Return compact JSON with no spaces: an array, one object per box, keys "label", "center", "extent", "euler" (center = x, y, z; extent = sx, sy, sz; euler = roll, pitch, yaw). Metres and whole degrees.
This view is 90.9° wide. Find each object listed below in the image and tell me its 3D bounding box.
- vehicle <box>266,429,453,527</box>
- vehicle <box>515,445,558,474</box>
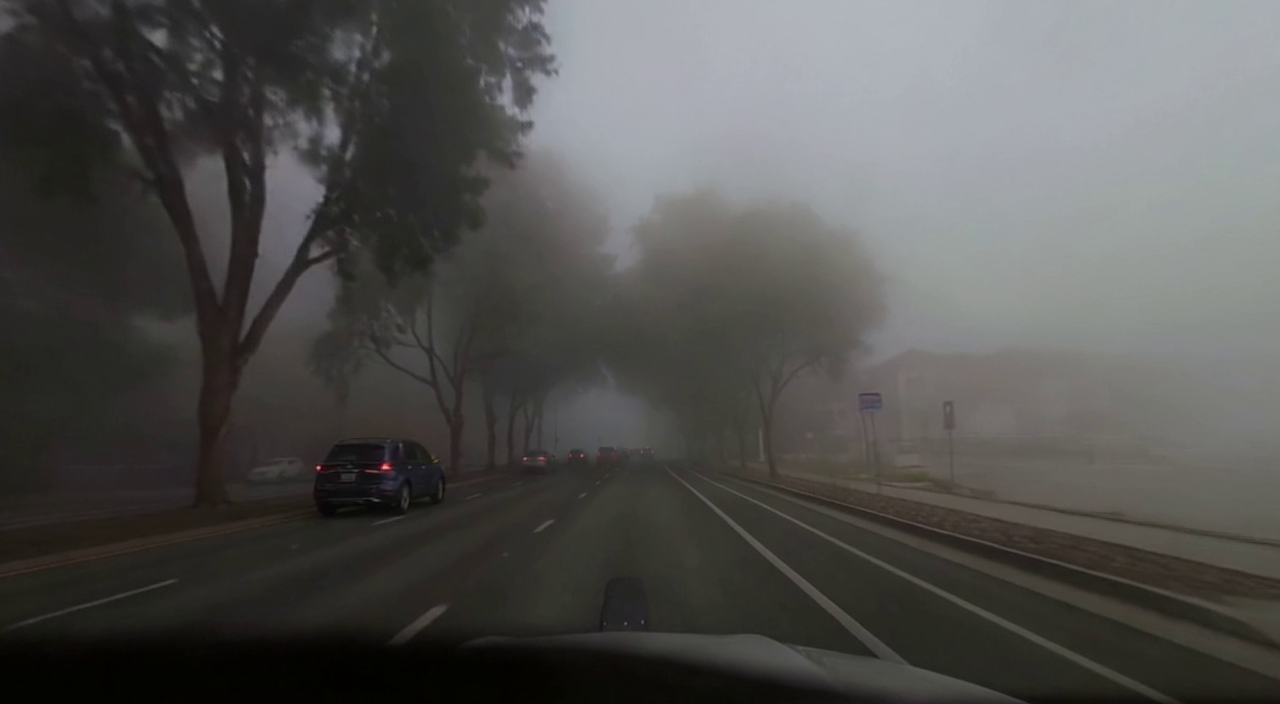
[{"label":"vehicle","center":[-5.789,2.639,13.763],"extent":[2.123,1.761,4.322],"euler":[0,-9,-1]},{"label":"vehicle","center":[-6.453,6.741,39.829],"extent":[1.985,1.708,4.310],"euler":[0,-9,0]}]
